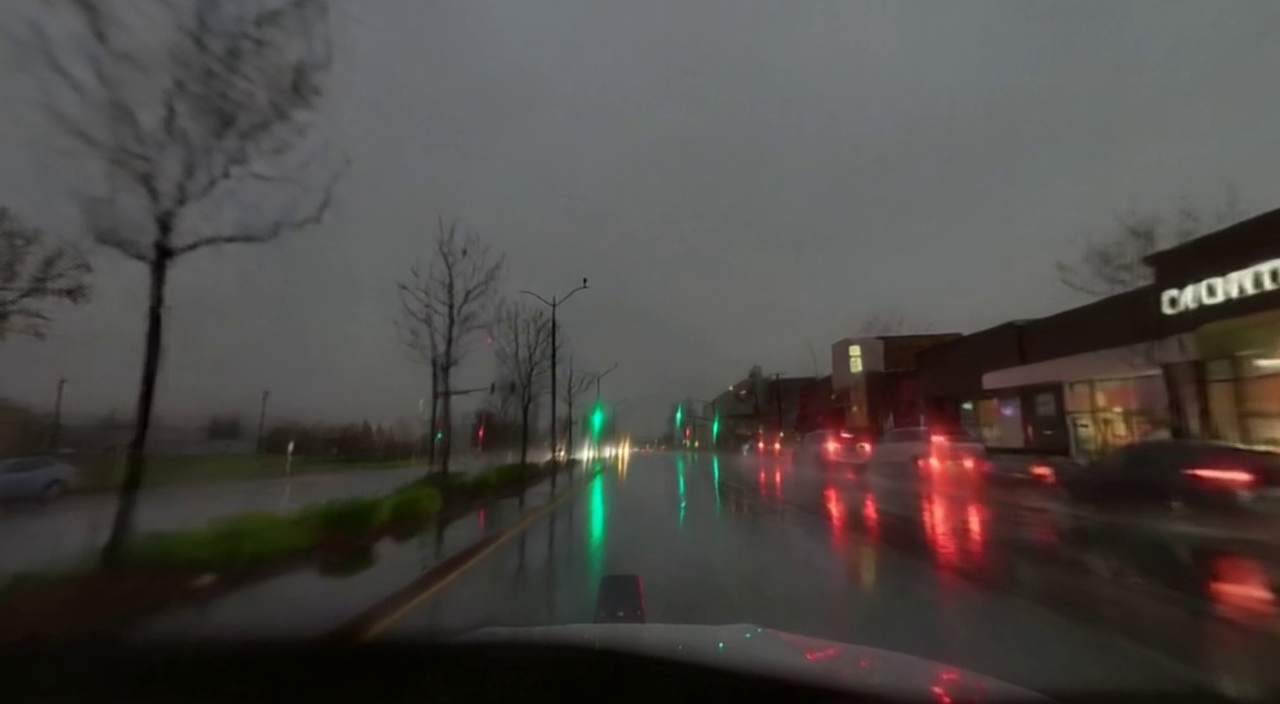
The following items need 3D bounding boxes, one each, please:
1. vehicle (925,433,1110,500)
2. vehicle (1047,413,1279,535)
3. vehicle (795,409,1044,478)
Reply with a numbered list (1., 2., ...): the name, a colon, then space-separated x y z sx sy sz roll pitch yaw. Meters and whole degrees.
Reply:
1. vehicle: 9.755 2.992 16.907 1.876 1.511 4.726 0 -9 -2
2. vehicle: 9.949 2.158 11.694 1.925 1.808 4.255 0 -9 0
3. vehicle: 9.844 3.573 23.715 6.552 2.004 6.229 -2 -11 2
